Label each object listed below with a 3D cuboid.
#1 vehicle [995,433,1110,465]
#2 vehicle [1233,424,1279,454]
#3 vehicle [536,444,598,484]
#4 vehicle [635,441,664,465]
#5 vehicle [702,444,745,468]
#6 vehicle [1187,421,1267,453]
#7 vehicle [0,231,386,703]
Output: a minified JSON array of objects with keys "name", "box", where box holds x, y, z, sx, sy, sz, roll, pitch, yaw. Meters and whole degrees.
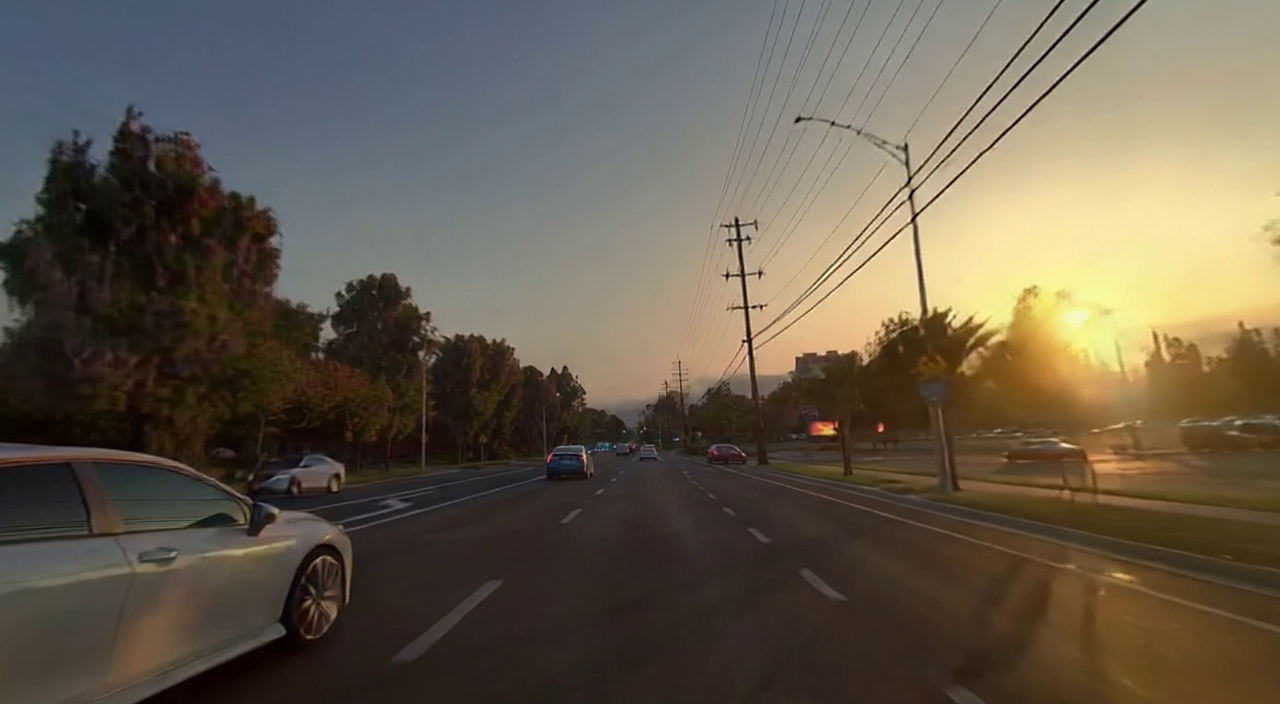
[{"name":"vehicle","box":[21.117,4.991,32.448,4.392,1.535,2.131,0,-9,0]},{"name":"vehicle","box":[34.302,4.682,33.811,4.632,1.533,2.015,4,-10,-27]},{"name":"vehicle","box":[-2.865,4.493,25.555,1.982,1.451,4.152,0,-9,1]},{"name":"vehicle","box":[0.749,7.827,48.812,2.155,1.781,3.977,0,-9,1]},{"name":"vehicle","box":[5.640,6.945,42.284,2.062,1.541,4.420,-3,-9,18]},{"name":"vehicle","box":[34.942,5.075,37.495,4.347,1.761,2.002,4,-10,-28]},{"name":"vehicle","box":[-3.105,0.608,1.706,2.381,1.961,5.563,-1,-9,2]}]
